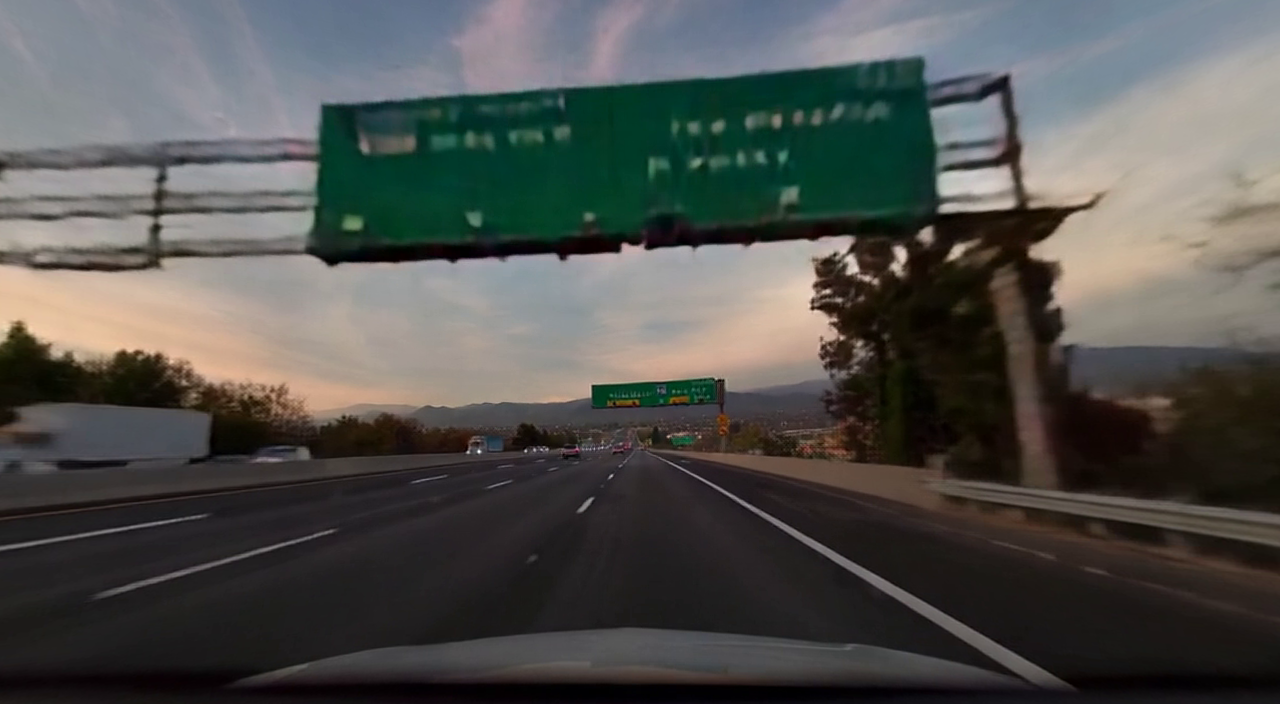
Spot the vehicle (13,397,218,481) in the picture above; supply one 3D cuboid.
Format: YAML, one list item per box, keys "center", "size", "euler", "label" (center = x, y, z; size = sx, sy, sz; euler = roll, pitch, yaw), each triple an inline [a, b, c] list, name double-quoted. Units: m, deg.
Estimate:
- center: [-27.888, 4.805, 34.442]
  size: [3.137, 3.947, 9.233]
  euler: [0, -9, 0]
  label: "vehicle"

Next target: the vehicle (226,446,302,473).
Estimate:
- center: [-23.601, 6.746, 39.744]
  size: [1.990, 1.559, 4.445]
  euler: [0, -9, 1]
  label: "vehicle"
